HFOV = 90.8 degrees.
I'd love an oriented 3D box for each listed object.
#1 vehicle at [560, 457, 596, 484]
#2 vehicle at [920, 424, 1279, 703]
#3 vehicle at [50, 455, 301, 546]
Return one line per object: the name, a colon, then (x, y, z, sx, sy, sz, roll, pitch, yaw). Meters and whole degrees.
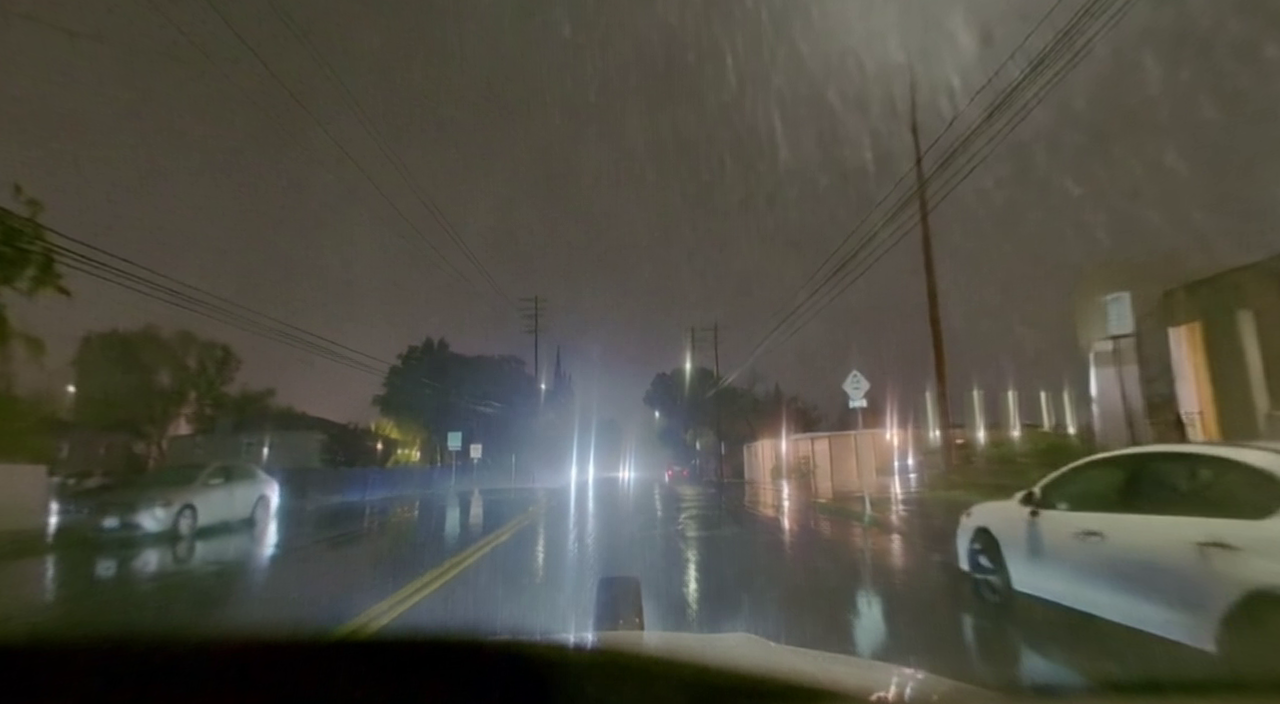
vehicle: (-4.202, 8.098, 43.247, 2.108, 1.651, 4.176, 0, -9, -1)
vehicle: (3.823, 1.240, 4.011, 1.946, 1.468, 4.721, 0, -9, 0)
vehicle: (-9.440, 3.006, 13.515, 2.000, 1.495, 4.687, 0, -9, -3)
